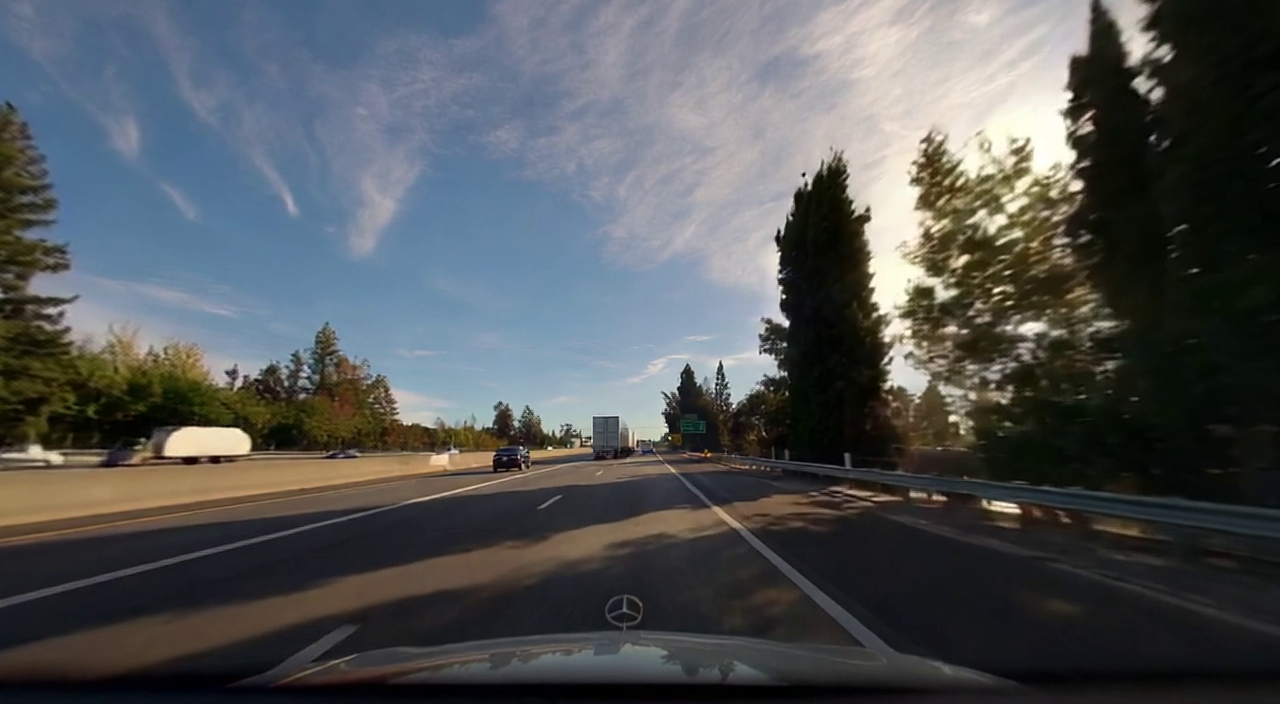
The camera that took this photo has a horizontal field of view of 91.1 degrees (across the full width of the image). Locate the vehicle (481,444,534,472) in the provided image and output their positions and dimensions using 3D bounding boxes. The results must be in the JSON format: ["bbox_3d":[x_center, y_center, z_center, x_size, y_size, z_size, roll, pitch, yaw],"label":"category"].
[{"bbox_3d":[-7.501,6.039,36.009,1.901,1.467,4.629,0,-8,2],"label":"vehicle"}]
